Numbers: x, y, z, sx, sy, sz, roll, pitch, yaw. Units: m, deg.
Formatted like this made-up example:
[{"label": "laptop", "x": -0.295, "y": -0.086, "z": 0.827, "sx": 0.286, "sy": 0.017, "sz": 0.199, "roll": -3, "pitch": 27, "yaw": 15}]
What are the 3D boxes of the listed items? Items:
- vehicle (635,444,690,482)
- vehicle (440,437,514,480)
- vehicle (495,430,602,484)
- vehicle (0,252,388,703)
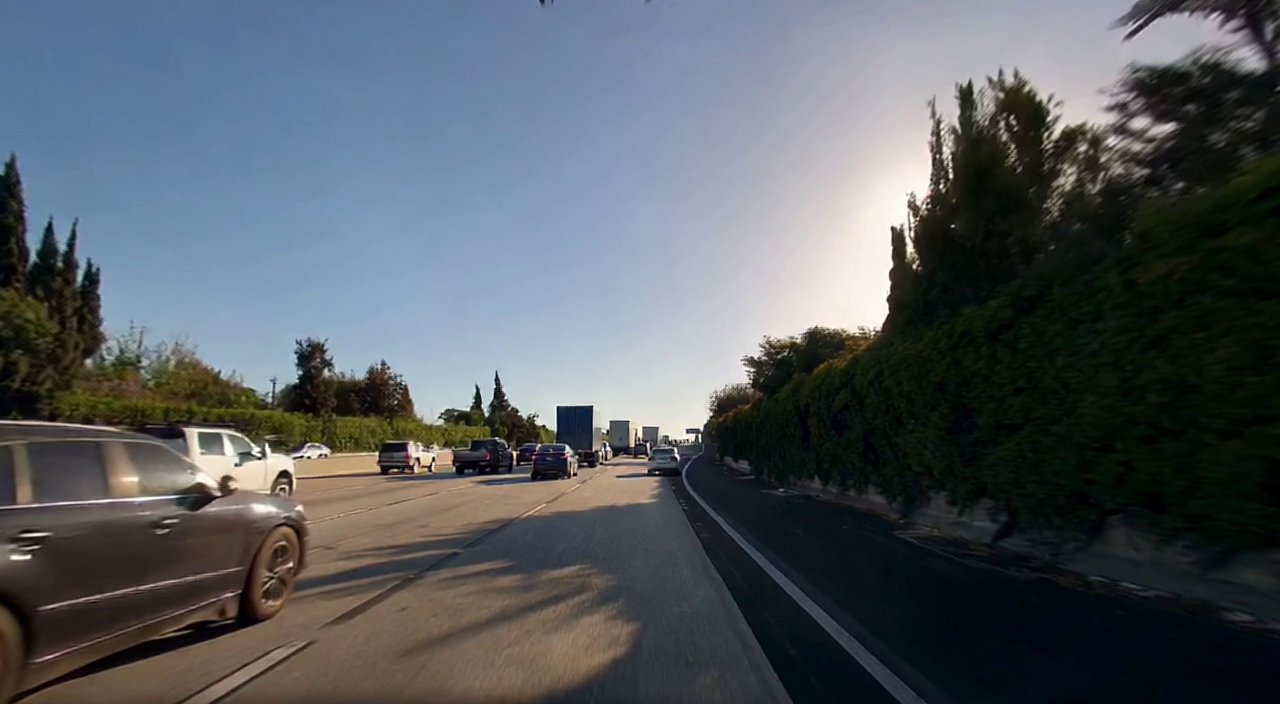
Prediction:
[{"label": "vehicle", "x": 0.973, "y": 4.665, "z": 26.884, "sx": 2.176, "sy": 1.493, "sz": 3.955, "roll": 0, "pitch": -8, "yaw": 2}, {"label": "vehicle", "x": -7.262, "y": 4.800, "z": 28.616, "sx": 2.039, "sy": 1.769, "sz": 4.552, "roll": 0, "pitch": -8, "yaw": 2}, {"label": "vehicle", "x": -3.797, "y": 4.951, "z": 30.626, "sx": 3.050, "sy": 1.964, "sz": 15.030, "roll": 0, "pitch": -8, "yaw": 0}, {"label": "vehicle", "x": -4.007, "y": 0.762, "z": 3.144, "sx": 2.724, "sy": 2.170, "sz": 6.508, "roll": 0, "pitch": -8, "yaw": 1}]
